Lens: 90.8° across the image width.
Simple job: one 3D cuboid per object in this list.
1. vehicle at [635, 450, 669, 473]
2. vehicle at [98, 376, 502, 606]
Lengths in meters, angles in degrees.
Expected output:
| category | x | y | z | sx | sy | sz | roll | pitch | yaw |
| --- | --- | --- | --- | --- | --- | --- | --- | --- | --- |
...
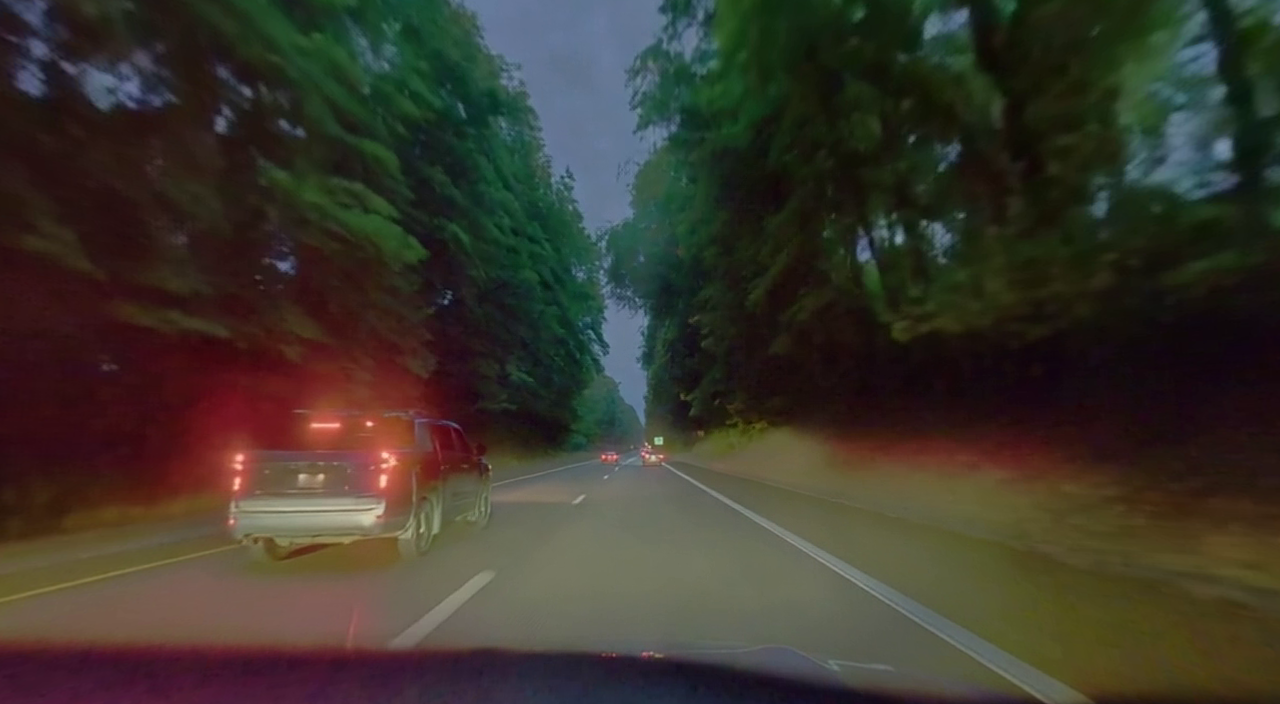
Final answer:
| category | x | y | z | sx | sy | sz | roll | pitch | yaw |
| --- | --- | --- | --- | --- | --- | --- | --- | --- | --- |
| vehicle | 0.751 | 7.417 | 43.117 | 2.046 | 1.452 | 4.407 | 0 | -9 | -2 |
| vehicle | -3.589 | 1.603 | 8.189 | 2.418 | 2.049 | 4.930 | 0 | -9 | 0 |
